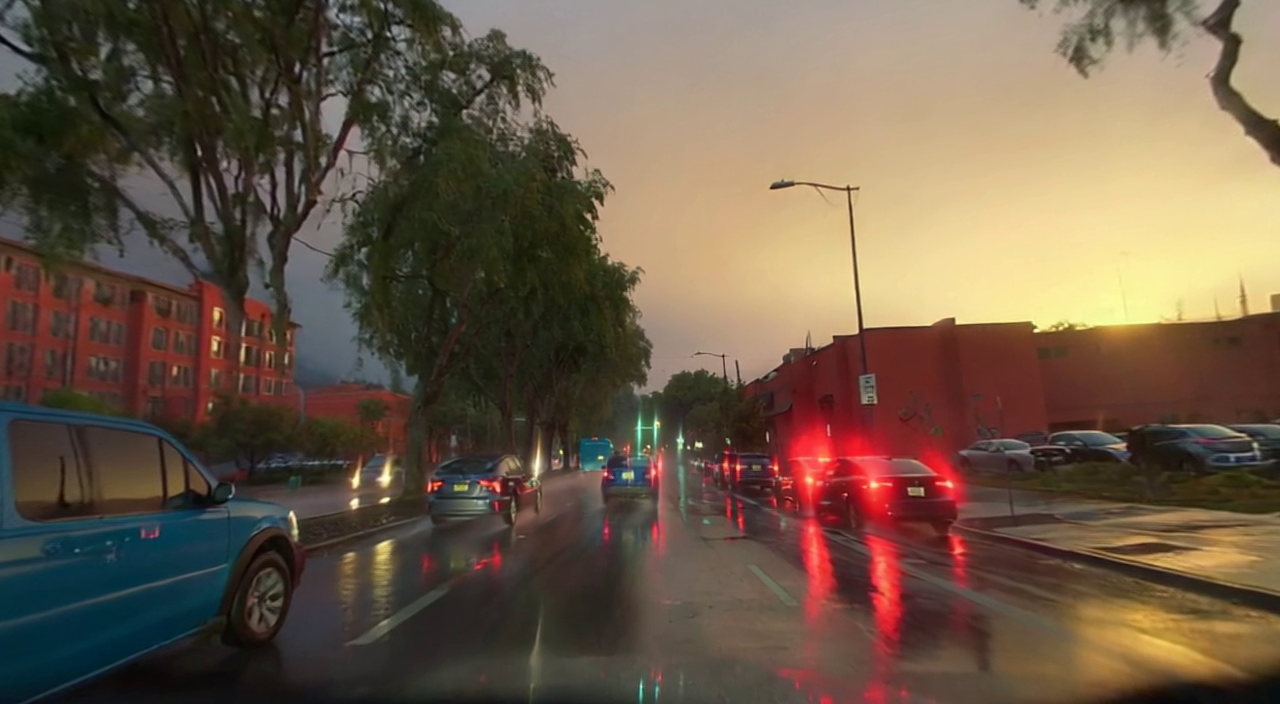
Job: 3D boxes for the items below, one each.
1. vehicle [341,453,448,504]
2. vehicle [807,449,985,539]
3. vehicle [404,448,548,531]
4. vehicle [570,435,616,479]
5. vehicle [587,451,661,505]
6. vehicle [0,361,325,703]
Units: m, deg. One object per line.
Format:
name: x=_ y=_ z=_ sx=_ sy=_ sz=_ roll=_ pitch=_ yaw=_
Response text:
vehicle: x=-9.330 y=4.815 z=24.485 sx=2.099 sy=1.730 sz=4.829 roll=0 pitch=-9 yaw=1
vehicle: x=4.889 y=2.732 z=12.762 sx=1.832 sy=1.491 sz=4.054 roll=1 pitch=-9 yaw=-1
vehicle: x=-3.494 y=2.997 z=14.420 sx=1.995 sy=1.554 sz=4.426 roll=0 pitch=-9 yaw=2
vehicle: x=-3.289 y=7.585 z=45.903 sx=2.609 sy=2.932 sz=6.810 roll=0 pitch=-9 yaw=1
vehicle: x=-0.426 y=3.999 z=20.441 sx=2.152 sy=1.518 sz=4.113 roll=0 pitch=-9 yaw=1
vehicle: x=-3.736 y=0.962 z=2.844 sx=2.140 sy=1.768 sz=4.685 roll=0 pitch=-9 yaw=0
